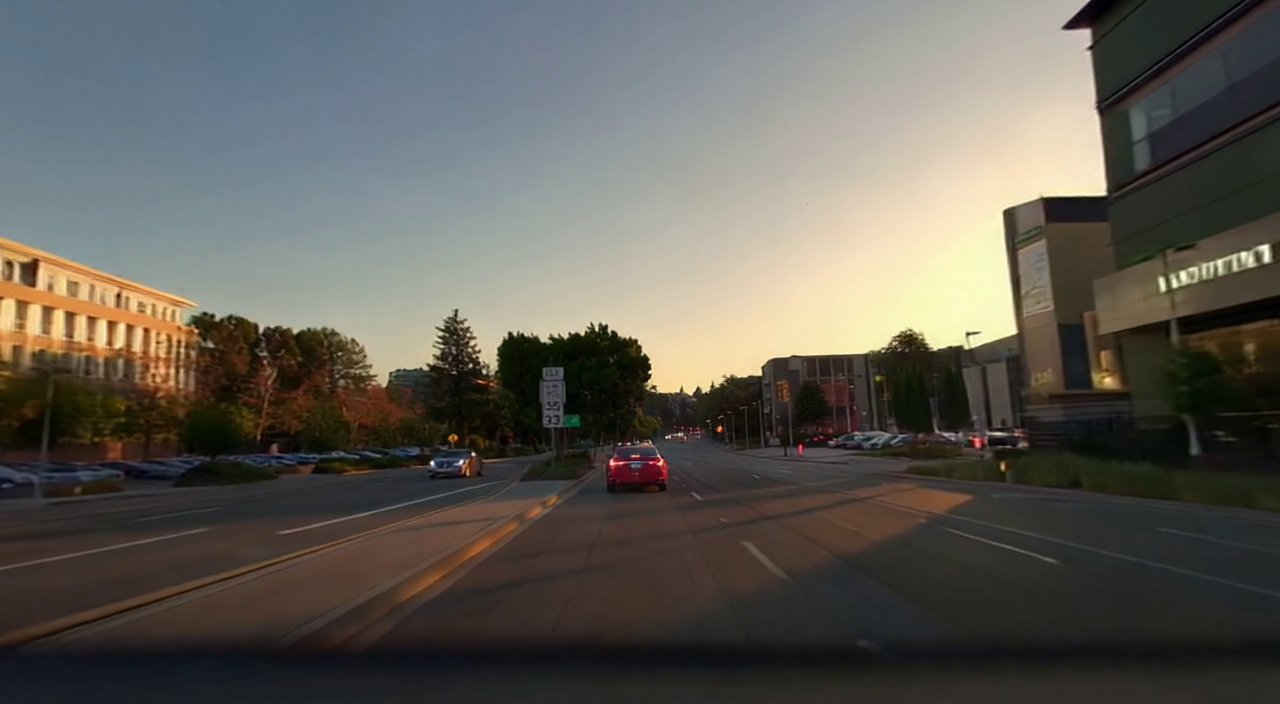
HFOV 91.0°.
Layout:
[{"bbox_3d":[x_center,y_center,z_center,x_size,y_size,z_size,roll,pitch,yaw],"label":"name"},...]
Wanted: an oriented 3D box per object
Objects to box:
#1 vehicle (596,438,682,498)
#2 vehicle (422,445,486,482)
[{"bbox_3d":[-0.055,3.179,17.645,2.126,1.475,3.967,0,-8,-1],"label":"vehicle"},{"bbox_3d":[-9.183,5.514,31.450,1.903,1.476,4.395,-5,-8,-1],"label":"vehicle"}]
